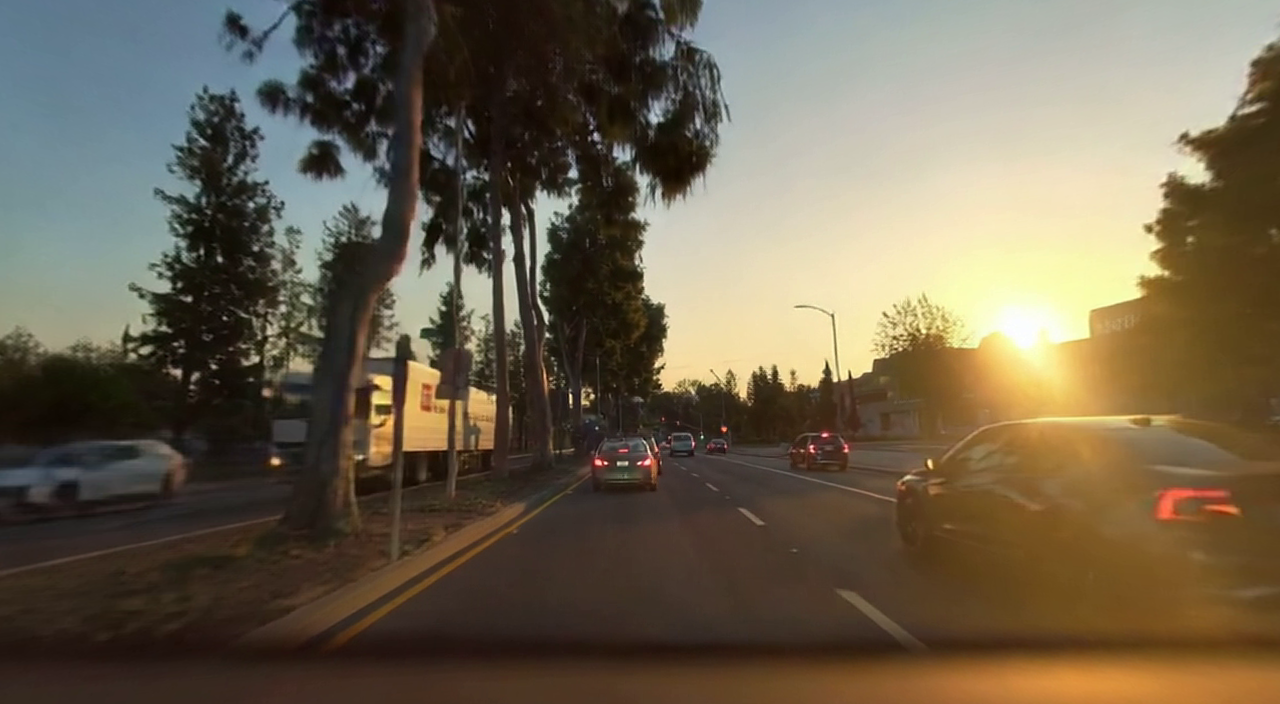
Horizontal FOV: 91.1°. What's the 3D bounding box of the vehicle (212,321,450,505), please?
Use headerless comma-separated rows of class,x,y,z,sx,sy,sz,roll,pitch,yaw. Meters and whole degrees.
vehicle,-8.138,1.882,17.976,3.021,4.215,7.024,0,-8,1

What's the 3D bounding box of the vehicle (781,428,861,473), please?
vehicle,7.716,4.264,27.208,2.090,1.768,4.407,0,-8,0

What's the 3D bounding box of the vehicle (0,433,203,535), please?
vehicle,-12.038,2.656,13.367,2.058,1.759,4.577,0,-8,1

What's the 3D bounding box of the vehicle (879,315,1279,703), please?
vehicle,3.619,1.015,4.370,2.090,1.763,4.560,0,-8,0

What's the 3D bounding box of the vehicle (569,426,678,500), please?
vehicle,-0.363,2.668,15.440,2.315,1.563,4.080,0,-8,0
